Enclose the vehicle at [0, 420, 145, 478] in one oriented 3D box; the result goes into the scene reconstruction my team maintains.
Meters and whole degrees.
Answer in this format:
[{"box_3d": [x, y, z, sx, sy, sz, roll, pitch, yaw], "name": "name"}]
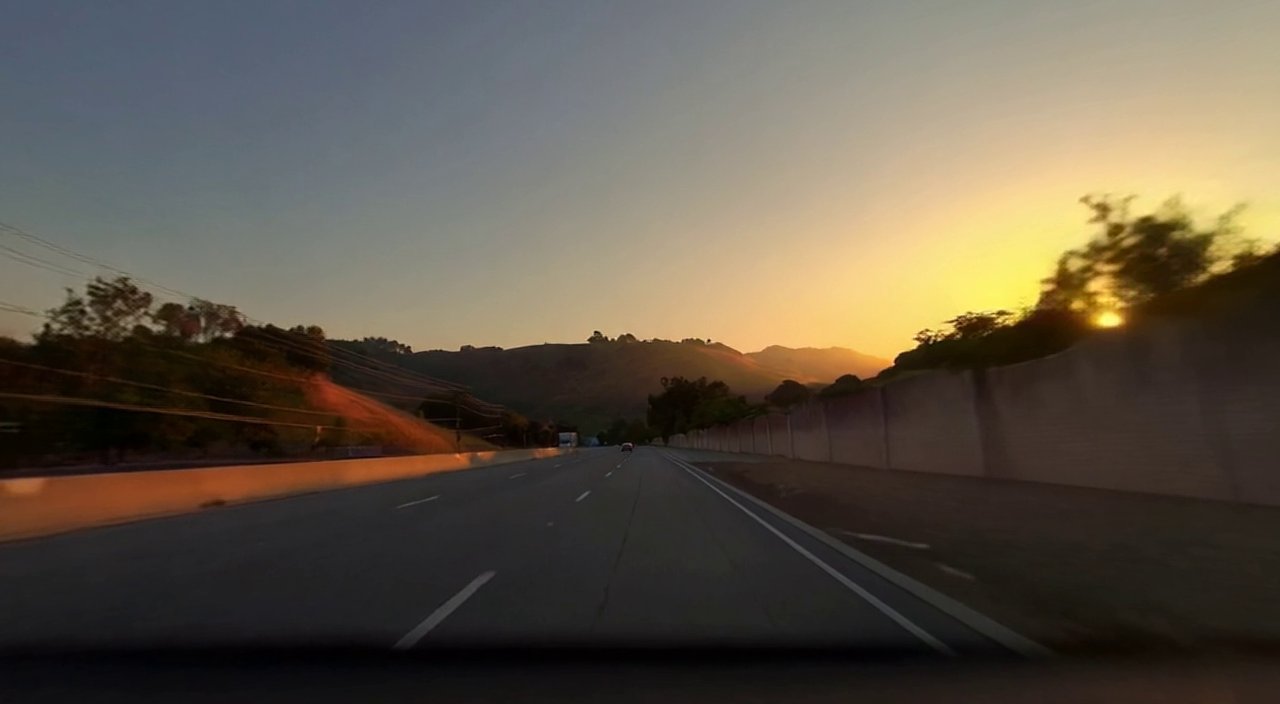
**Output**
[{"box_3d": [-46.290, 7.472, 49.066, 2.914, 3.973, 17.272, 2, -8, -5], "name": "vehicle"}]
